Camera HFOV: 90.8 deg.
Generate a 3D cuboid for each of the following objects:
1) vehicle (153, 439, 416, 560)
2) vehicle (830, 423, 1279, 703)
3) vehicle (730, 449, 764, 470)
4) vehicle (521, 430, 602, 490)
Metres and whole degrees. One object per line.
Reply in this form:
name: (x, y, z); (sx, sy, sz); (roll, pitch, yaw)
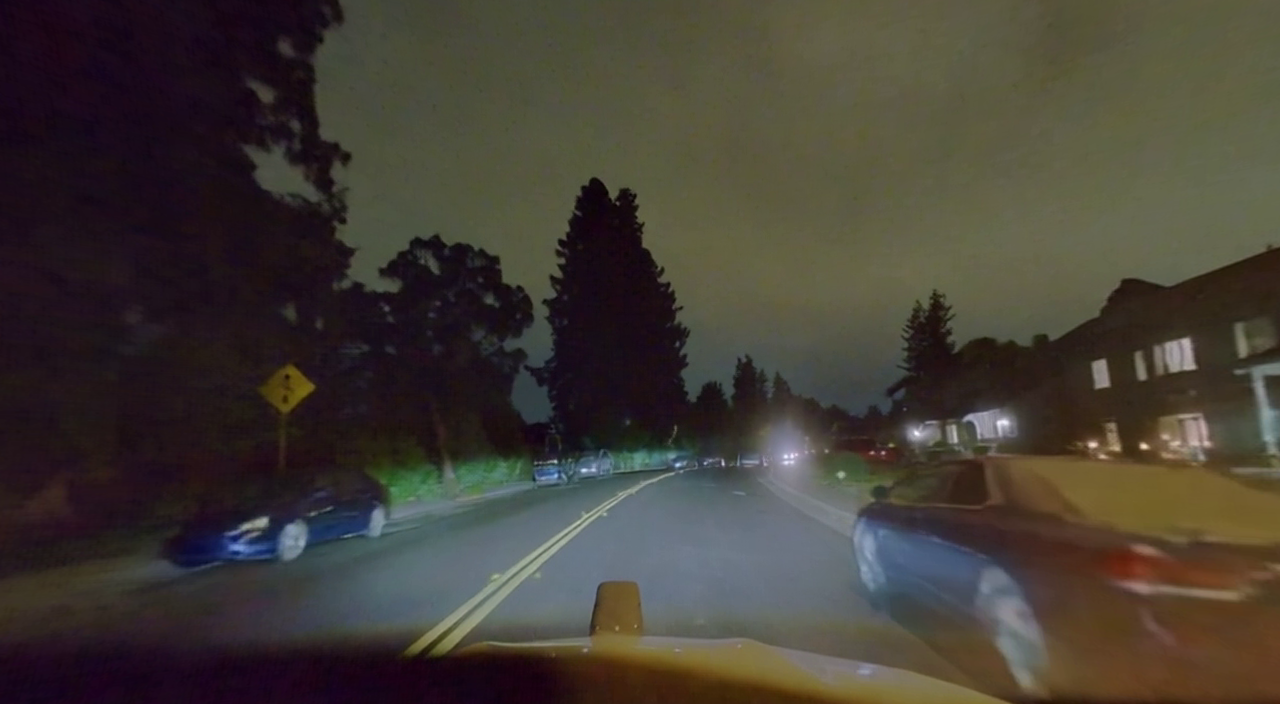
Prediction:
vehicle: (-5.665, 2.582, 10.870); (2.005, 1.557, 4.172); (-3, -15, 1)
vehicle: (2.871, 1.272, 4.095); (1.972, 1.460, 4.137); (-1, -9, 0)
vehicle: (7.887, 7.860, 46.204); (1.948, 1.408, 4.345); (-3, -9, 16)
vehicle: (-3.676, 5.396, 30.774); (2.334, 2.126, 6.444); (-6, -16, 6)
